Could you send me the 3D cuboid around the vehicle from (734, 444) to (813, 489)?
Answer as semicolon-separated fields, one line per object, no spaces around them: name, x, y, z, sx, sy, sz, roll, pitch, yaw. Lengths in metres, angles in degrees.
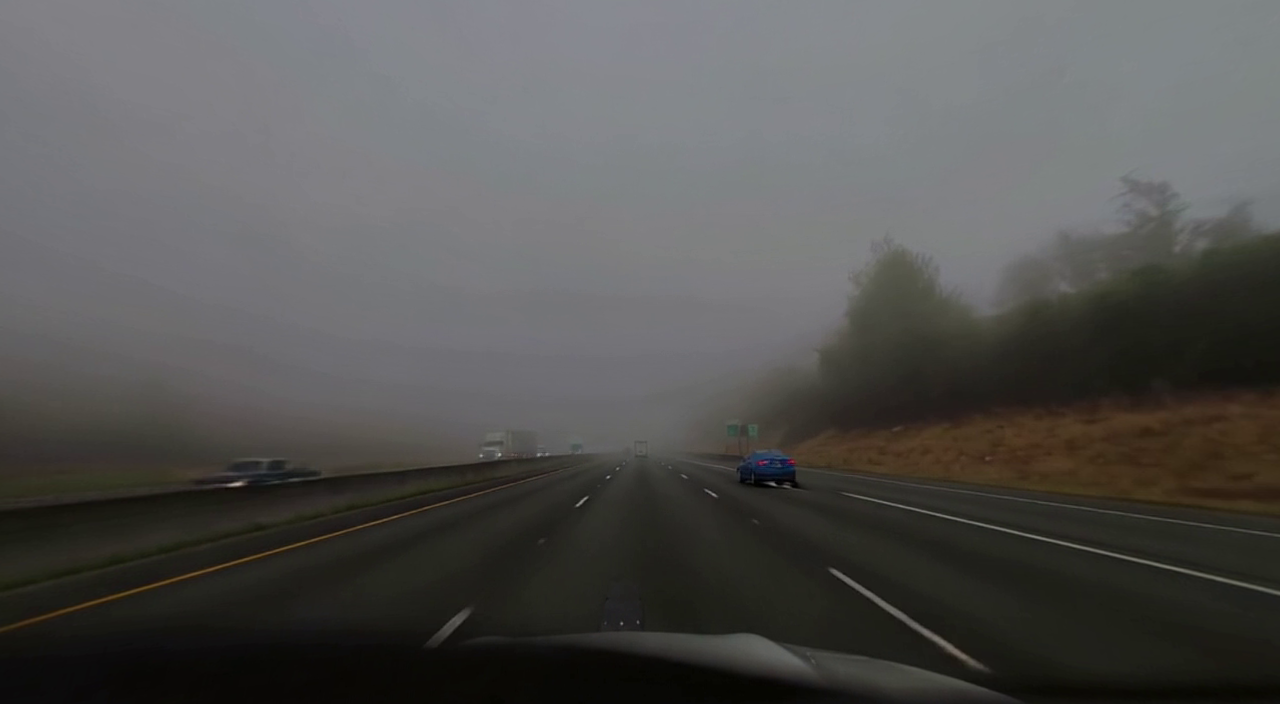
vehicle;4.812;4.170;23.268;1.967;1.472;3.751;0;-9;-2

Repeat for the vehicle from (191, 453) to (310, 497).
vehicle;-15.252;4.806;25.041;1.873;1.539;4.379;0;-9;0
